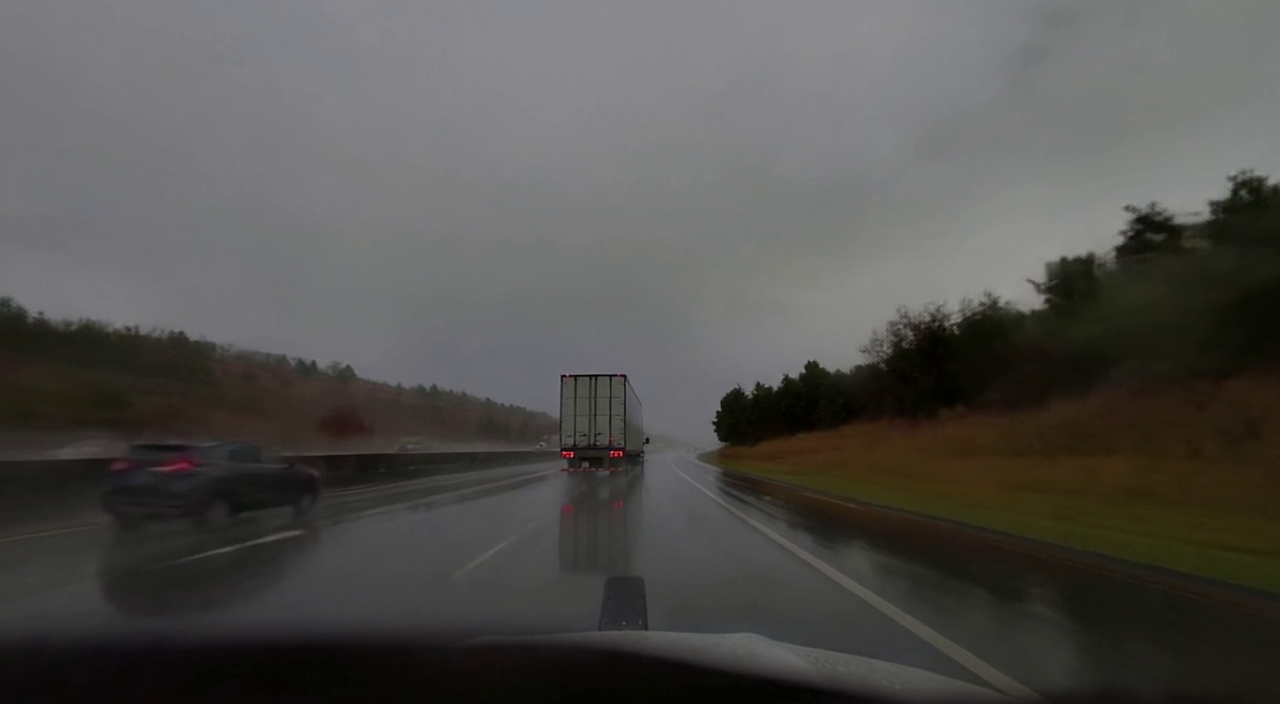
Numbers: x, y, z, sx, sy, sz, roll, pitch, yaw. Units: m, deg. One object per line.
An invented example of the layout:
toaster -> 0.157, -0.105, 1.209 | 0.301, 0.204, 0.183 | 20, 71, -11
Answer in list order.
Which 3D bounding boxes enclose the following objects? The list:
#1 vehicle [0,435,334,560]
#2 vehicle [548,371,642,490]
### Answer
vehicle -> -6.762, 2.022, 9.525 | 1.967, 1.420, 4.473 | 0, -9, 0
vehicle -> -1.513, 3.806, 28.969 | 2.851, 4.098, 14.436 | 0, -9, 2
